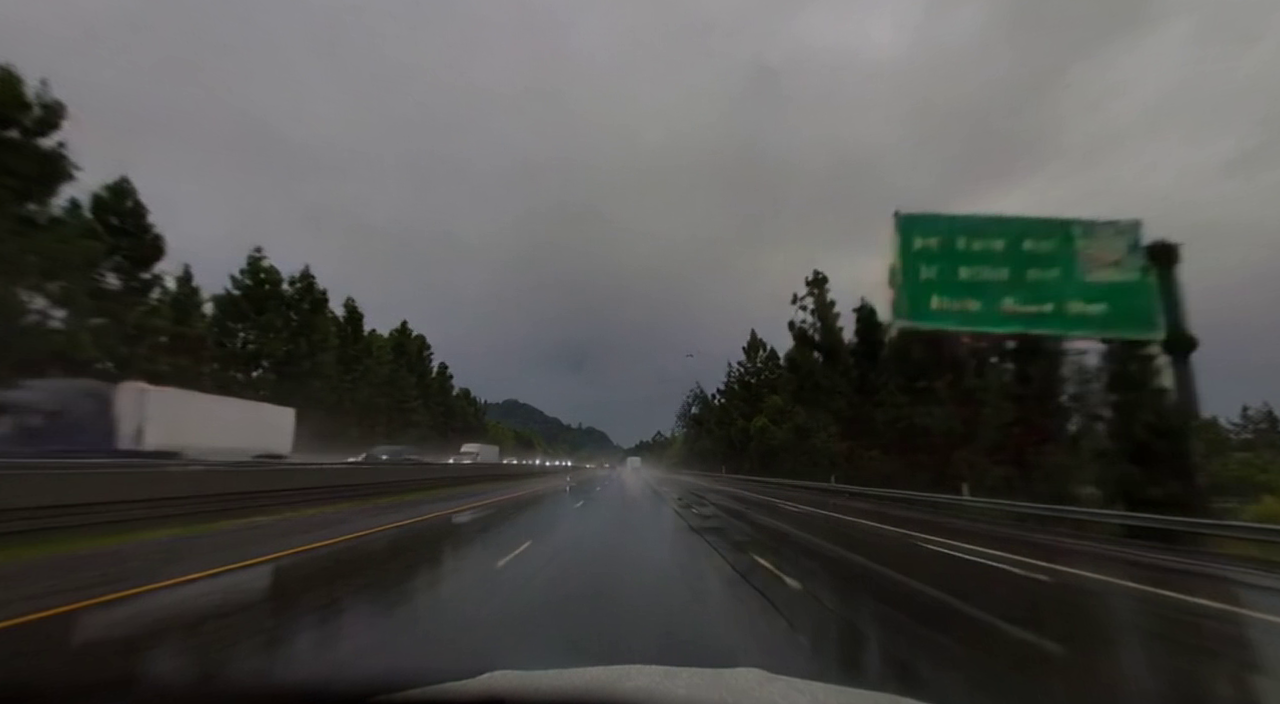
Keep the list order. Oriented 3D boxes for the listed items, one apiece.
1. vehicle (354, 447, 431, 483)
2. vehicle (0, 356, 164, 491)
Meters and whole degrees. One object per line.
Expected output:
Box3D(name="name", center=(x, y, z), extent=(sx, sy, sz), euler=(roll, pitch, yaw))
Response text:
Box3D(name="vehicle", center=(-12.065, 5.557, 31.007), extent=(2.157, 1.605, 4.018), euler=(1, -10, -1))
Box3D(name="vehicle", center=(-20.047, 2.570, 21.286), extent=(2.931, 3.913, 5.982), euler=(1, -10, 0))
